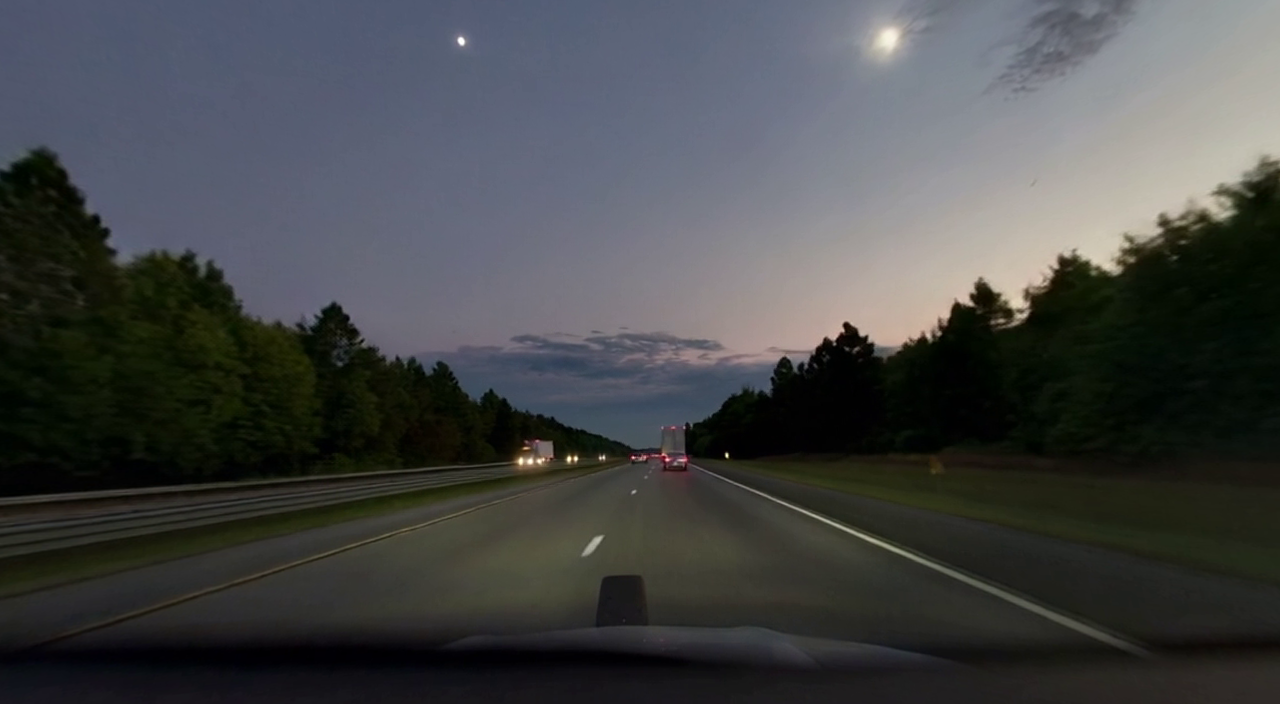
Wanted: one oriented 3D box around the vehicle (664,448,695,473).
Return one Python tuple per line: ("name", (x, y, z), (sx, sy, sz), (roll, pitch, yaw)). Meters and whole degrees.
("vehicle", (2.758, 7.704, 44.917), (2.096, 1.653, 4.185), (0, -9, 2))
